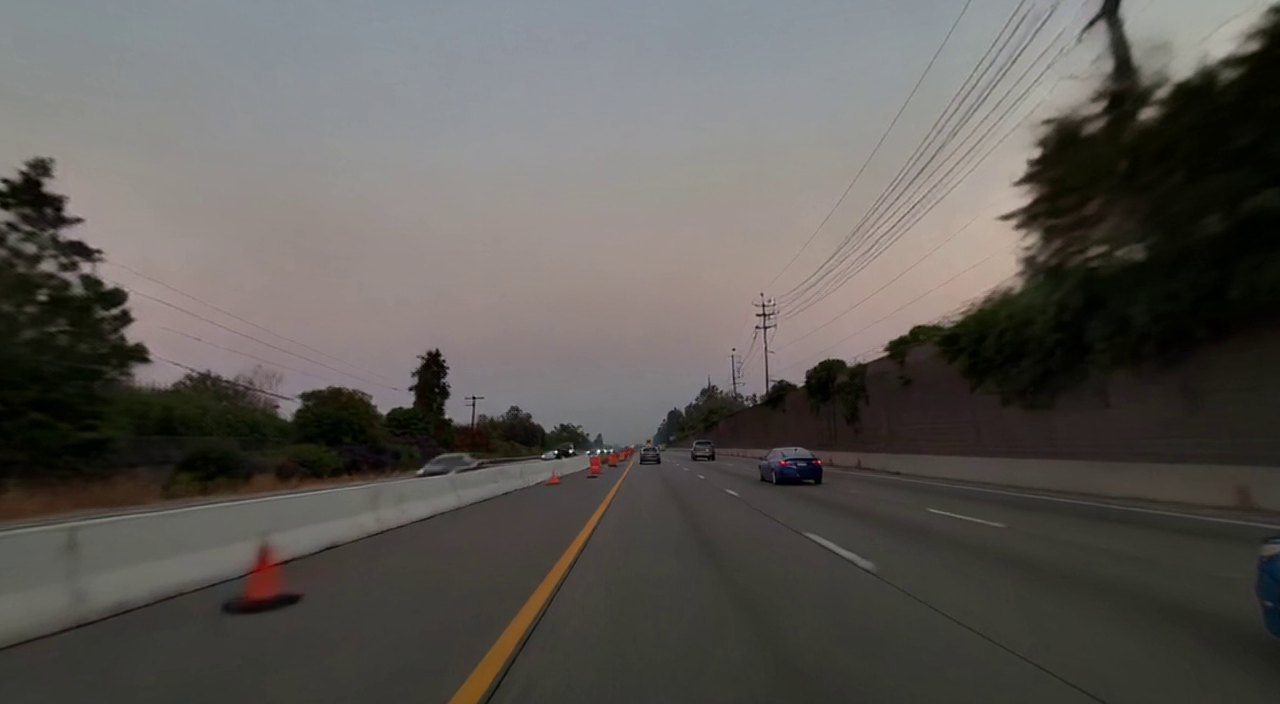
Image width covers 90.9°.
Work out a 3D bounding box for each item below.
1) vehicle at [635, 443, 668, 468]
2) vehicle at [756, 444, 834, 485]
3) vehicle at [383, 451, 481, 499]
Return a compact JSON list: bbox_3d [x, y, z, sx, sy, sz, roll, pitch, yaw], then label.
[{"bbox_3d":[0.762,6.859,42.093,2.096,1.583,4.150,0,-8,1],"label":"vehicle"},{"bbox_3d":[5.702,4.154,23.680,1.881,1.409,4.016,0,-8,0],"label":"vehicle"},{"bbox_3d":[-7.431,4.398,23.049,1.971,1.515,4.381,0,-8,2],"label":"vehicle"}]
